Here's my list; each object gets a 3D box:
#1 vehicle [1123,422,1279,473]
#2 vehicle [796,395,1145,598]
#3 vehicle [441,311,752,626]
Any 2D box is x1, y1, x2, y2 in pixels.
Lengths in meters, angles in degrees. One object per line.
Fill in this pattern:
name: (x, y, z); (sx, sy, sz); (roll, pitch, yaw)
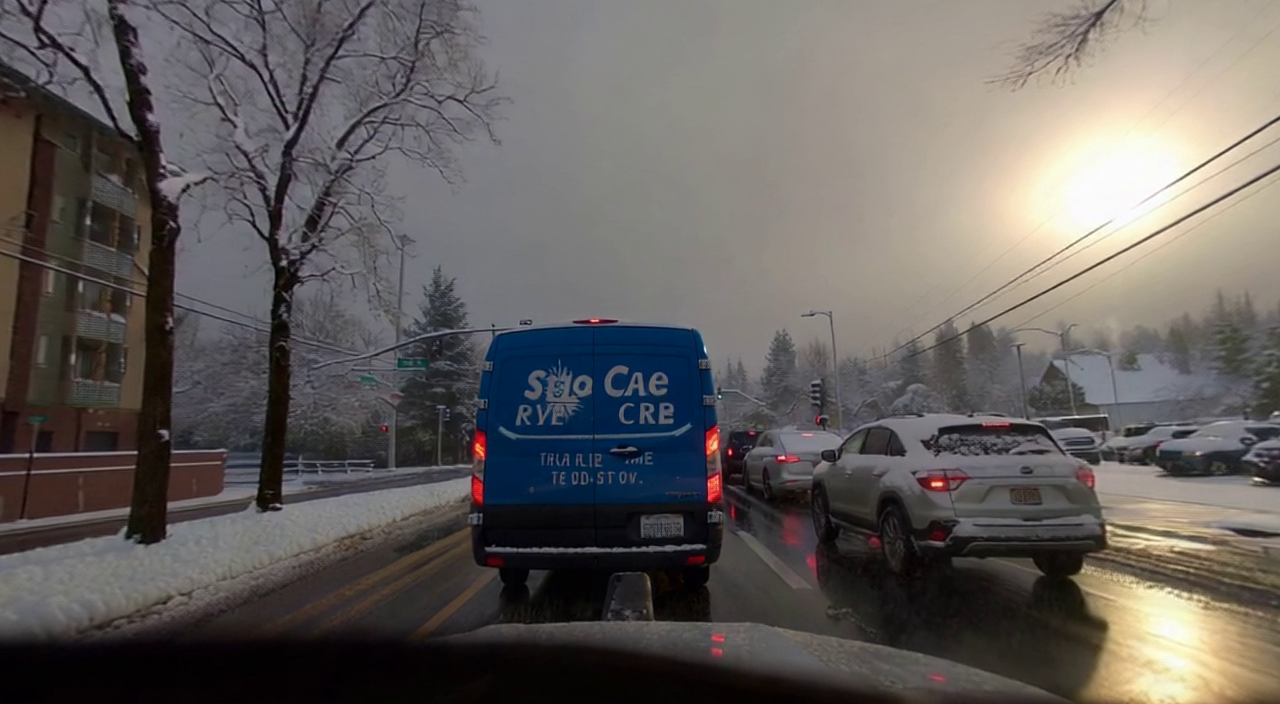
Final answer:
vehicle: (17.193, 2.889, 19.140); (3.491, 1.443, 1.837); (0, -8, 0)
vehicle: (3.441, 1.587, 7.756); (1.965, 1.771, 4.295); (0, -8, 0)
vehicle: (-0.301, 1.257, 7.540); (2.422, 2.488, 4.992); (0, -8, 1)
